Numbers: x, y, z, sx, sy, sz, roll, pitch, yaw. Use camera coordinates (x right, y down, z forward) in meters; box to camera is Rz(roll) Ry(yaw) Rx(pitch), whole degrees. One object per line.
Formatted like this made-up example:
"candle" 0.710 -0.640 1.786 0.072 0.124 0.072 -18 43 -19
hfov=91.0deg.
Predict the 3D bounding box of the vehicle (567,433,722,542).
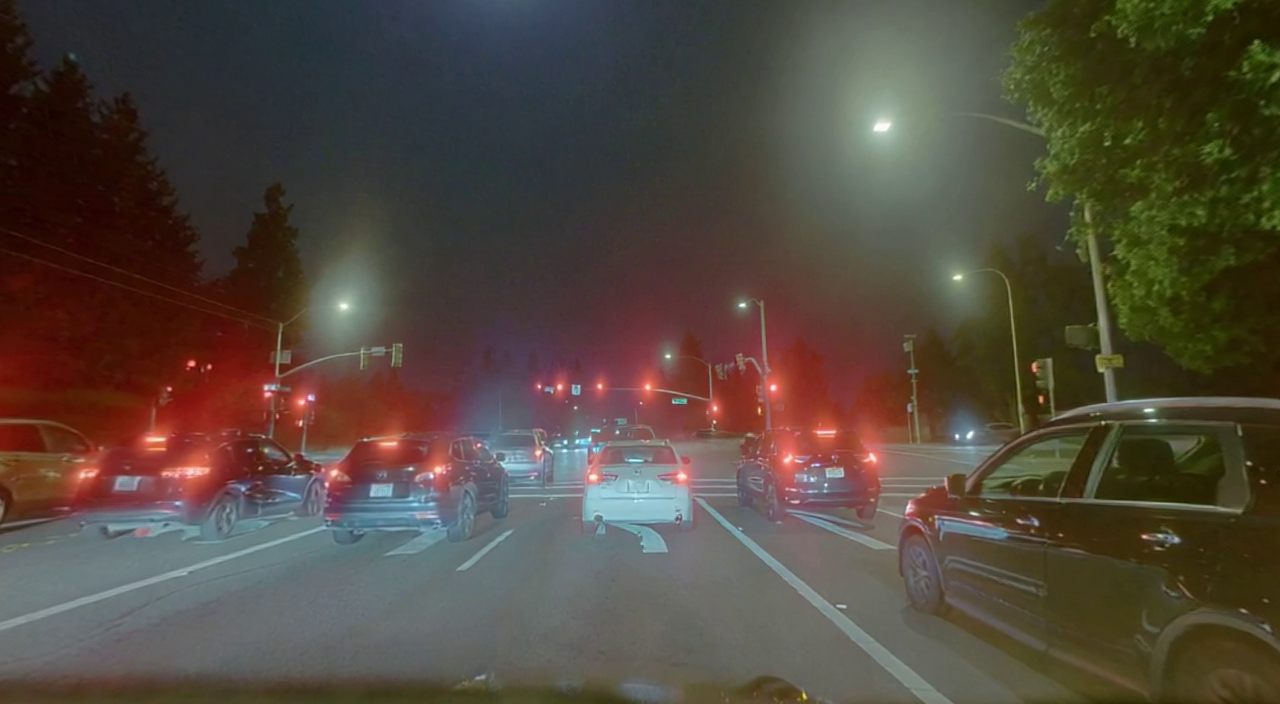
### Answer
"vehicle" -0.006 2.101 10.420 2.076 1.438 3.770 0 -8 -2

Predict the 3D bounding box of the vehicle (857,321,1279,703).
"vehicle" 3.147 0.987 3.746 2.074 1.685 4.387 0 -8 -1

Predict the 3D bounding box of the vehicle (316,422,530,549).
"vehicle" -3.068 1.973 10.014 1.896 1.546 4.378 0 -8 -1

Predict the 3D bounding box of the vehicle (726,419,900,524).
"vehicle" 3.075 2.228 12.248 2.106 1.667 4.101 0 -8 -1

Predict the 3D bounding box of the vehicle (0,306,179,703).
"vehicle" -3.207 0.496 0.605 2.079 1.756 4.676 0 -8 -2
